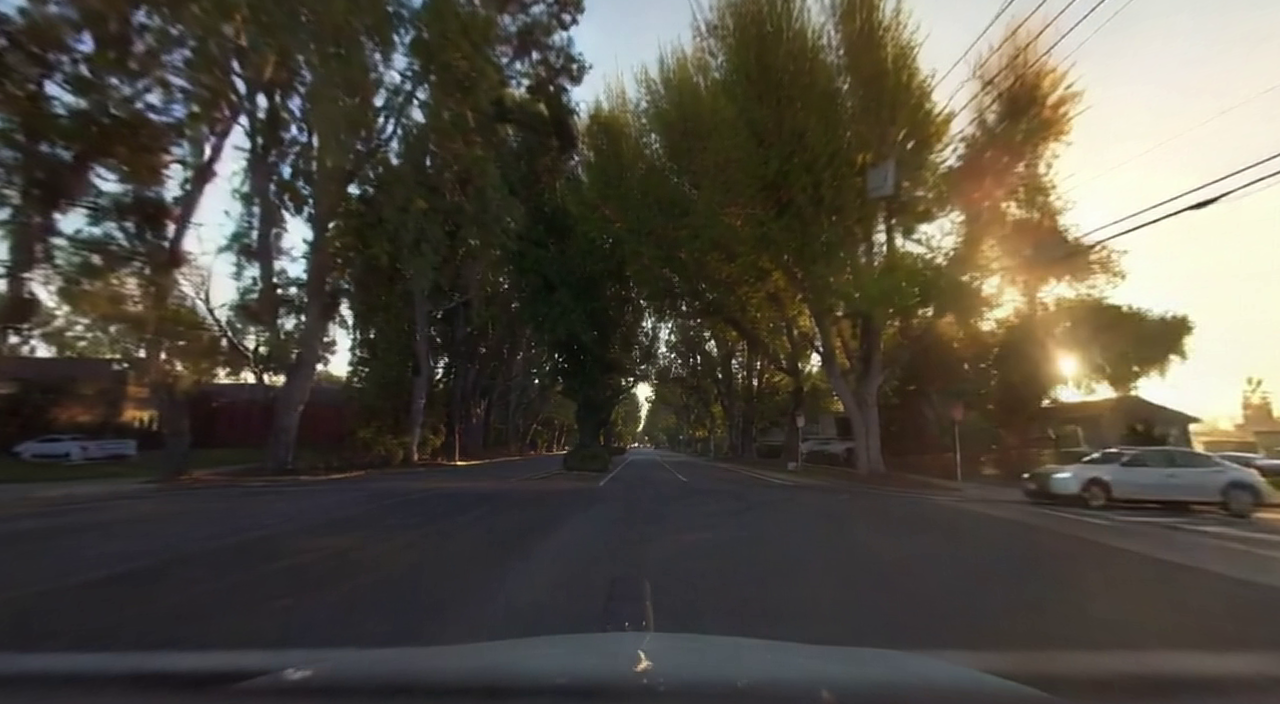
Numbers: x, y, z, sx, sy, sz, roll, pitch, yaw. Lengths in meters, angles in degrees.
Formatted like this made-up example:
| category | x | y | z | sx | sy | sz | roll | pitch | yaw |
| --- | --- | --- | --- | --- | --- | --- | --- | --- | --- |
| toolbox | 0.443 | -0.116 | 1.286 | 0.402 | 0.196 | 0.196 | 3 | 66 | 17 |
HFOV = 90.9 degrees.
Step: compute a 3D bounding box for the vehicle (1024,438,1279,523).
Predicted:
| category | x | y | z | sx | sy | sz | roll | pitch | yaw |
| --- | --- | --- | --- | --- | --- | --- | --- | --- | --- |
| vehicle | 11.018 | 2.626 | 13.272 | 4.565 | 1.600 | 2.023 | 1 | -9 | -5 |
